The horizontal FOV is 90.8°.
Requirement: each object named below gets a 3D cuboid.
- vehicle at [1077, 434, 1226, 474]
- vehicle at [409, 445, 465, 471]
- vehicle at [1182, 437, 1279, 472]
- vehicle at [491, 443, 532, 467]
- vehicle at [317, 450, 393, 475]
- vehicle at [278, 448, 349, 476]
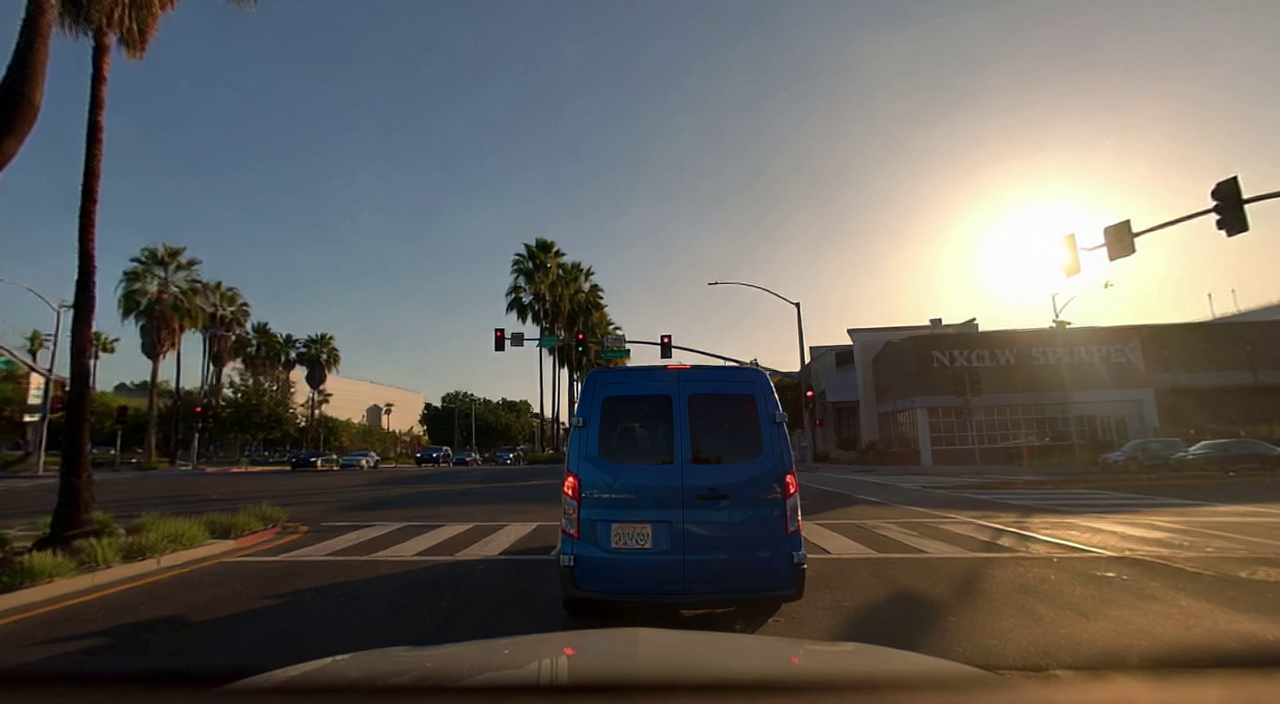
[{"bbox_3d":[22.239,4.449,27.642,4.533,1.676,2.236,0,-9,-1],"label":"vehicle"},{"bbox_3d":[-13.676,7.139,42.856,2.074,1.671,4.755,0,-9,1],"label":"vehicle"},{"bbox_3d":[27.408,4.602,28.484,4.625,1.451,1.801,1,-9,-9],"label":"vehicle"},{"bbox_3d":[-9.675,7.736,47.728,2.074,1.681,4.417,0,-9,1],"label":"vehicle"},{"bbox_3d":[-17.377,6.755,38.898,2.221,1.449,5.092,0,-9,1],"label":"vehicle"},{"bbox_3d":[-21.027,7.087,40.939,2.107,1.642,4.561,0,-9,0],"label":"vehicle"}]
